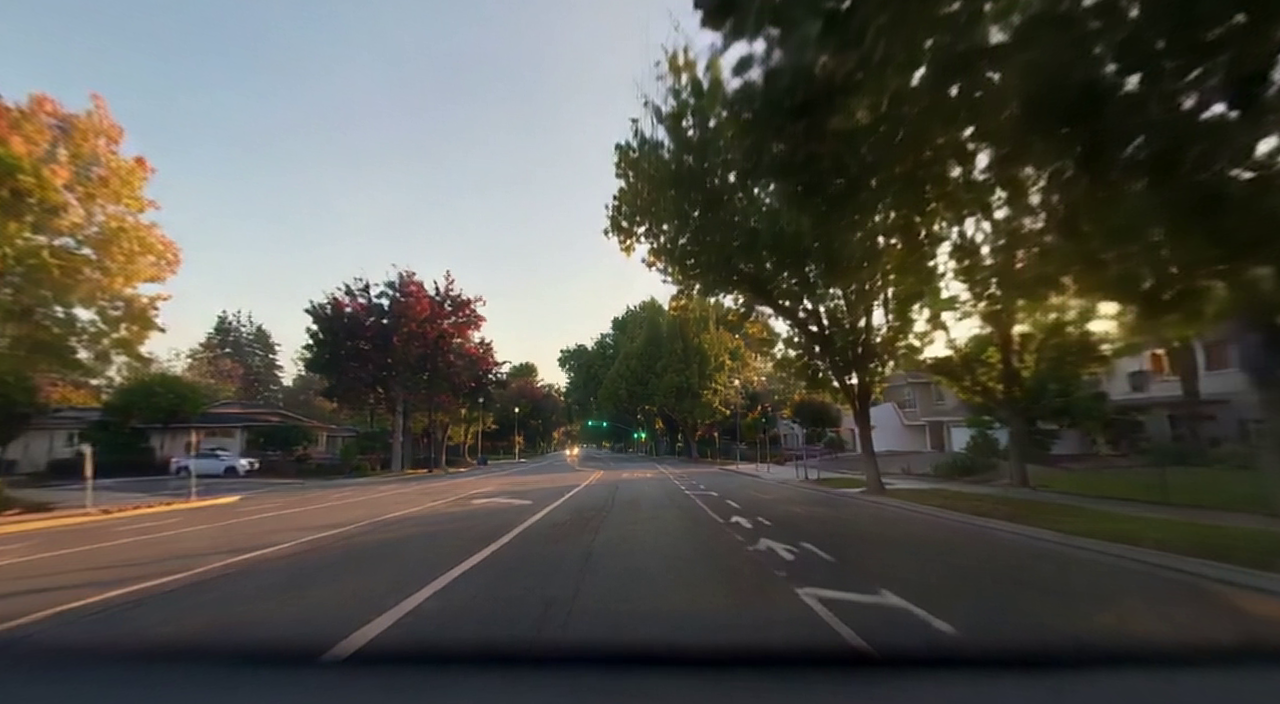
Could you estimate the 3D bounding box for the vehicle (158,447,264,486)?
[{"bbox_3d":[-23.324,6.198,34.722,2.192,1.901,5.889,0,-9,-6],"label":"vehicle"}]
